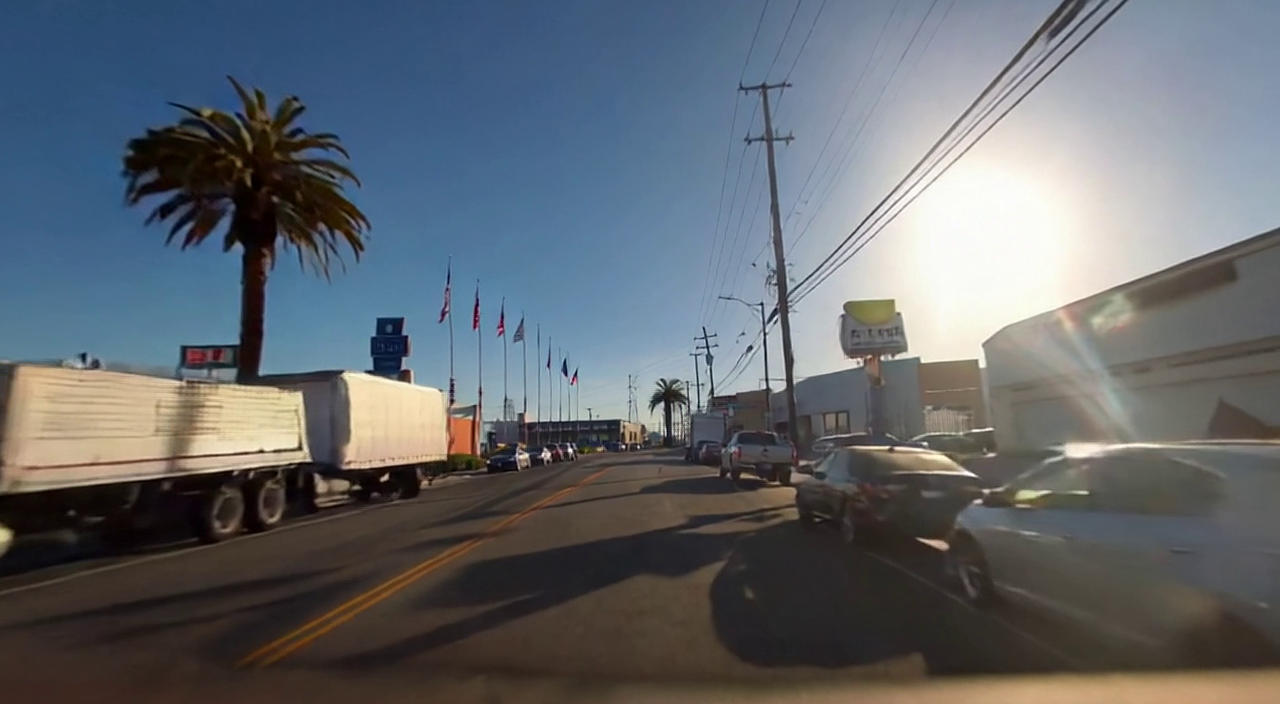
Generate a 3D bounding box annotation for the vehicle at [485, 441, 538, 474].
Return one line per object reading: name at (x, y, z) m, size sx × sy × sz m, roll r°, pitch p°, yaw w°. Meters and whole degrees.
vehicle at (-7.282, 5.997, 36.100) m, size 1.936 × 1.632 × 4.145 m, roll -3°, pitch -8°, yaw 3°

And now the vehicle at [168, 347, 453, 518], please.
vehicle at (-7.798, 2.180, 16.676) m, size 2.941 × 3.418 × 7.738 m, roll -1°, pitch -8°, yaw 3°

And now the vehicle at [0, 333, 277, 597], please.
vehicle at (-8.162, 1.459, 8.128) m, size 2.845 × 2.738 × 7.208 m, roll -3°, pitch -8°, yaw -1°

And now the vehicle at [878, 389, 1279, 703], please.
vehicle at (3.539, 1.137, 3.887) m, size 2.246 × 1.533 × 4.971 m, roll 0°, pitch -8°, yaw 1°

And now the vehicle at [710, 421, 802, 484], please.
vehicle at (4.046, 3.675, 23.263) m, size 2.400 × 1.985 × 6.155 m, roll -1°, pitch -8°, yaw 2°
